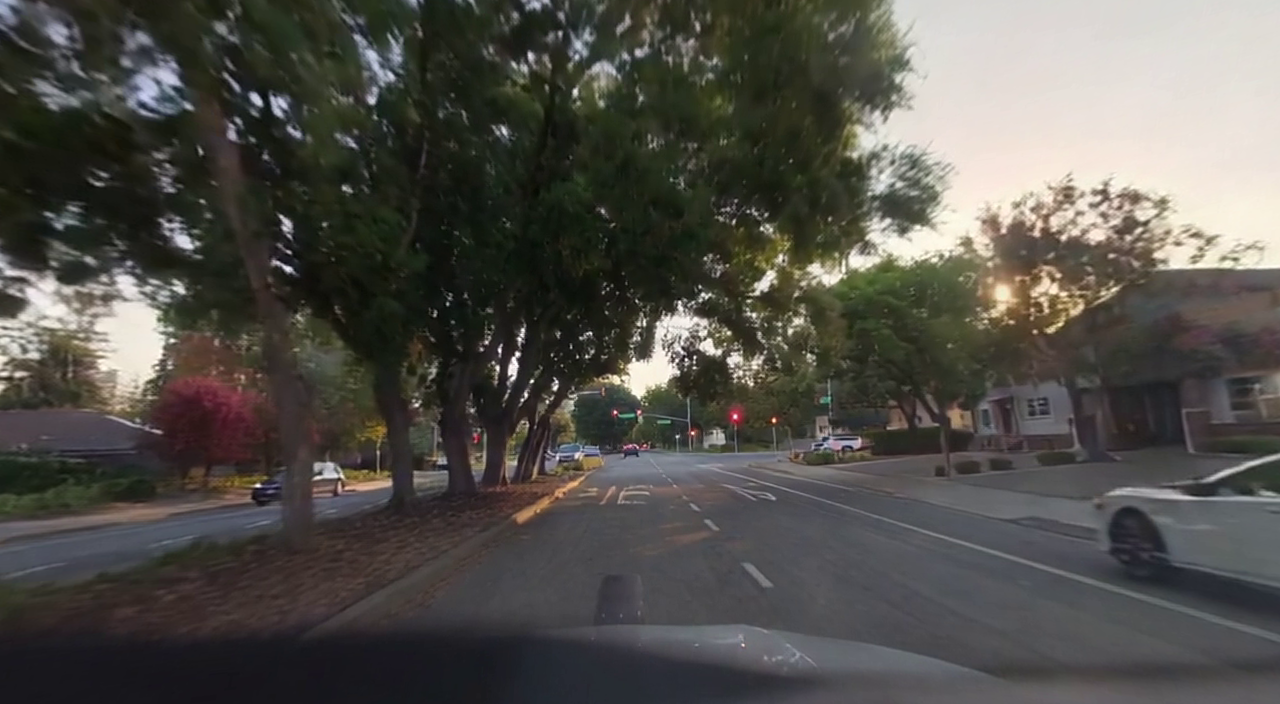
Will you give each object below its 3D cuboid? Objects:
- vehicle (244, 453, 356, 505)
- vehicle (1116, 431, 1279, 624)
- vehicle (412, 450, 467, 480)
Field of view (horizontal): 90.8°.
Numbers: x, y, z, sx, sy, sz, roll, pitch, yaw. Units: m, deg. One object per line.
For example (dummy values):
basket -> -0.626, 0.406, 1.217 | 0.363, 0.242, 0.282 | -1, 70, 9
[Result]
vehicle -> -12.953, 4.805, 24.402 | 1.916, 1.754, 4.337 | 0, -9, -1
vehicle -> 5.827, 1.242, 4.195 | 1.892, 1.452, 4.327 | 0, -9, -1
vehicle -> -13.061, 7.321, 41.411 | 2.121, 1.791, 4.871 | 0, -9, -2
